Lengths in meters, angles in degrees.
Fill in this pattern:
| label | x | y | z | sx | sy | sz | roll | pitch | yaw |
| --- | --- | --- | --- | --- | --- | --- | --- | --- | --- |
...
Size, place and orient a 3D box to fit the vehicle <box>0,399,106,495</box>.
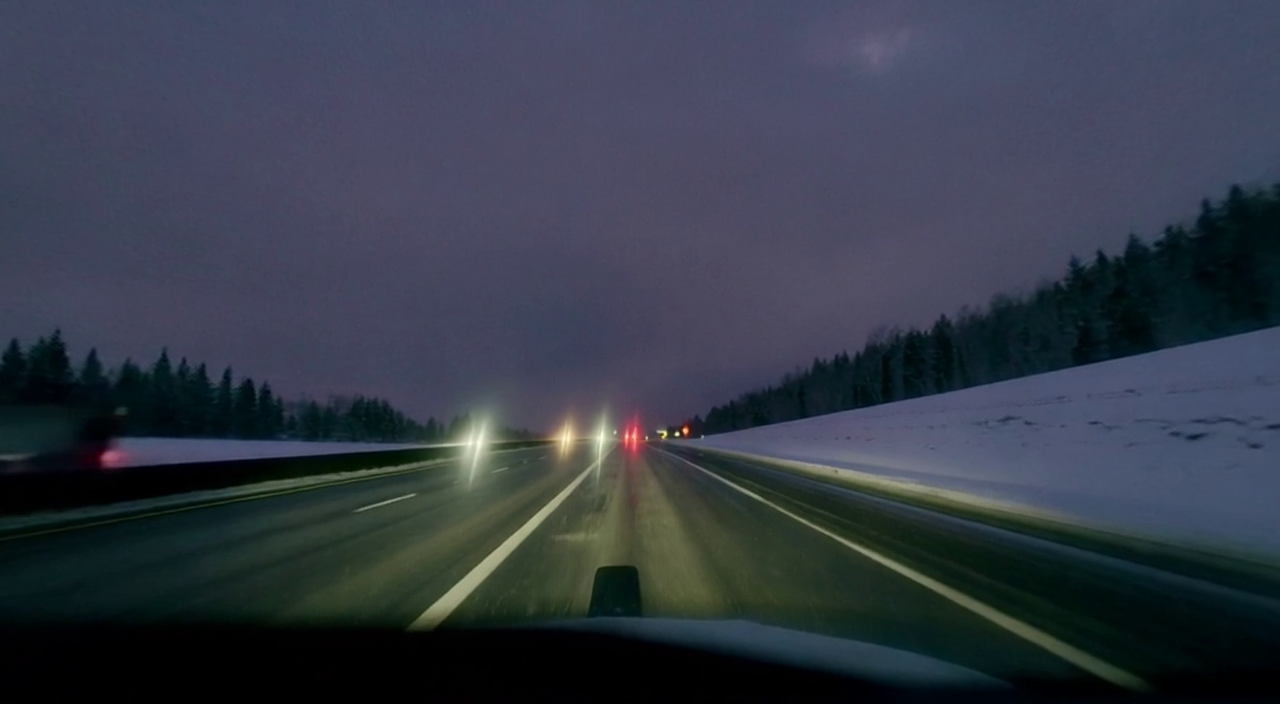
| label | x | y | z | sx | sy | sz | roll | pitch | yaw |
| --- | --- | --- | --- | --- | --- | --- | --- | --- | --- |
| vehicle | -23.451 | 2.989 | 19.552 | 3.053 | 3.257 | 12.376 | 0 | -8 | -1 |
